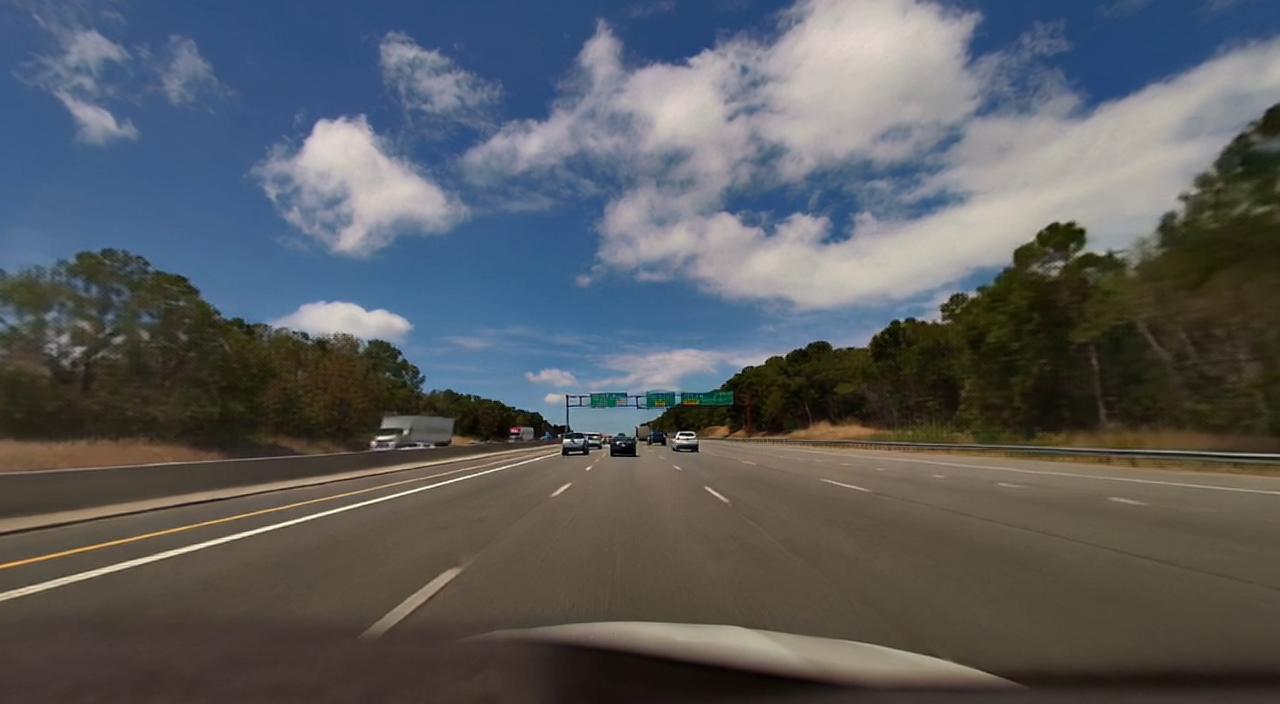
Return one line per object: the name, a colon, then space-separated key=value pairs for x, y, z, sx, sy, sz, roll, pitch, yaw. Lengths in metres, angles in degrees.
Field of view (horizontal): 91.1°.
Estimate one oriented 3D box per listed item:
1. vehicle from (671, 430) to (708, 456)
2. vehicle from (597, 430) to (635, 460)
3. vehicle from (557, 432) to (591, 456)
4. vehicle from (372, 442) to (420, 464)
vehicle: x=3.312 y=6.221 z=43.129 sx=2.066 sy=1.673 sz=4.225 roll=0 pitch=-8 yaw=-2
vehicle: x=-1.432 y=5.491 z=37.328 sx=2.119 sy=1.629 sz=3.946 roll=0 pitch=-8 yaw=-2
vehicle: x=-4.810 y=6.745 z=46.339 sx=2.046 sy=1.658 sz=4.008 roll=0 pitch=-8 yaw=0
vehicle: x=-17.454 y=7.232 z=45.176 sx=1.800 sy=1.497 sz=4.109 roll=0 pitch=-8 yaw=0
